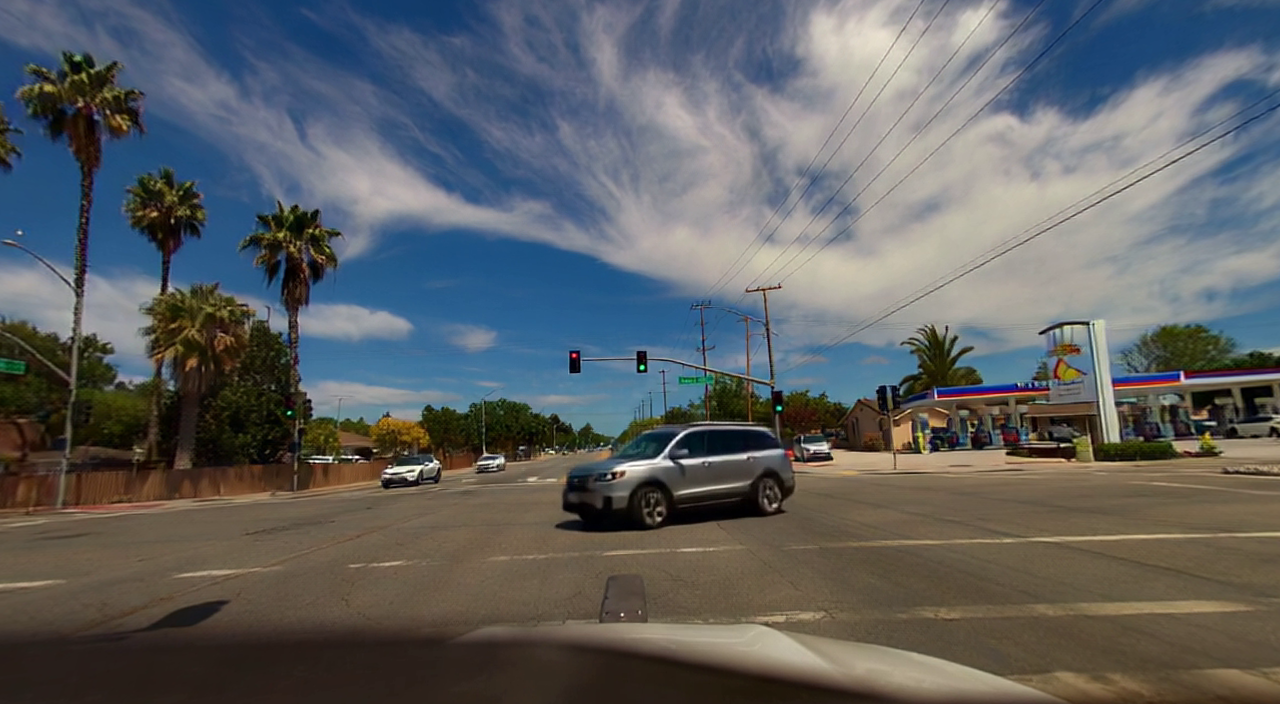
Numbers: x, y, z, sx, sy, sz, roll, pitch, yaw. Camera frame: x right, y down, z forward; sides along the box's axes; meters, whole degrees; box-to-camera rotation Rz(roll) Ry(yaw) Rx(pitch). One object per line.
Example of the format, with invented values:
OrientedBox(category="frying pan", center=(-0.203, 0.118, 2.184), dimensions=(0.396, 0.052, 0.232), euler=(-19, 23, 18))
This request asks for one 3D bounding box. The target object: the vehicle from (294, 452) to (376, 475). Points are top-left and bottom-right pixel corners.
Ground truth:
OrientedBox(category="vehicle", center=(-20.948, 7.679, 43.518), dimensions=(4.672, 1.469, 1.816), euler=(-1, -9, -2))

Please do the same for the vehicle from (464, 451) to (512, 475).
OrientedBox(category="vehicle", center=(-9.891, 7.253, 41.394), dimensions=(2.085, 1.451, 4.311), euler=(0, -9, 0))

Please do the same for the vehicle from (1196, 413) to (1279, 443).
OrientedBox(category="vehicle", center=(38.299, 4.793, 39.973), dimensions=(4.488, 1.447, 1.765), euler=(-5, -8, -1))

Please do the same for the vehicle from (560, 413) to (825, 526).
OrientedBox(category="vehicle", center=(1.159, 2.237, 12.561), dimensions=(5.086, 1.817, 1.952), euler=(5, -10, -34))

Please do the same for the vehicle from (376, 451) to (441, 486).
OrientedBox(category="vehicle", center=(-13.054, 6.552, 35.956), dimensions=(2.009, 1.777, 4.559), euler=(0, -9, -1))
